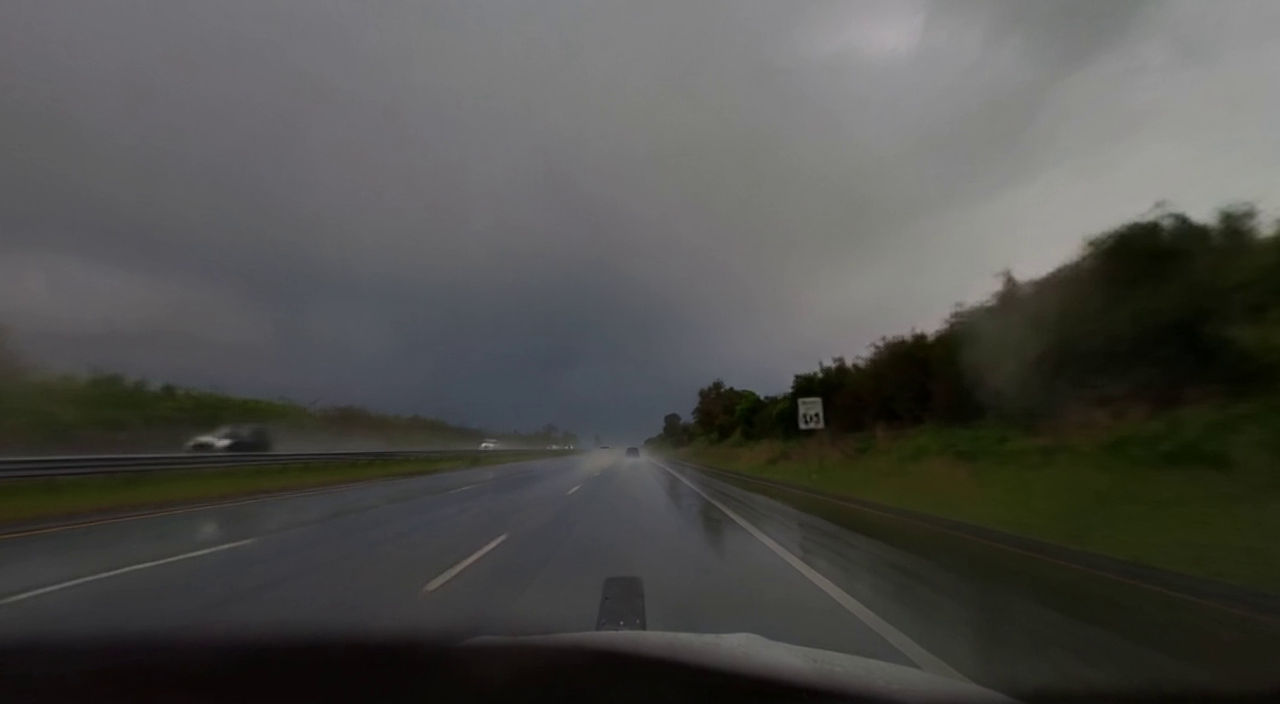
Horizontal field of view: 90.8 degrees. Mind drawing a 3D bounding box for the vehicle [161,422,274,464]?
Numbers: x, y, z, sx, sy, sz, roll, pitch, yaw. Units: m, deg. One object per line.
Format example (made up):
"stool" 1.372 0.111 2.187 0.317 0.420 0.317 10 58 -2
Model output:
"vehicle" -19.226 4.199 29.009 1.984 1.749 4.632 0 -9 -1
